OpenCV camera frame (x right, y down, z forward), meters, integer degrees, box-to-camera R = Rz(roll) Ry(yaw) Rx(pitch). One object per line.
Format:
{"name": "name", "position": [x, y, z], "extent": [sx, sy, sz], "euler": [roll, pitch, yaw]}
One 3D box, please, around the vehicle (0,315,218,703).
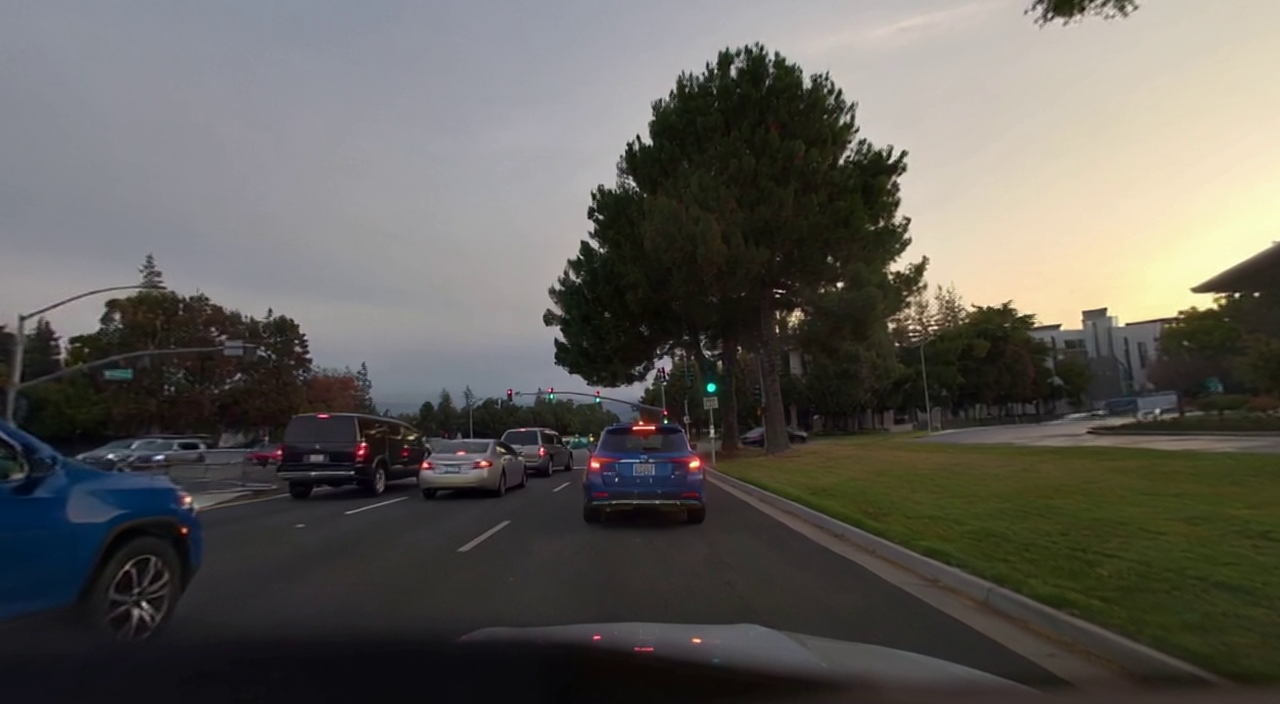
{"name": "vehicle", "position": [-4.067, 0.645, 1.917], "extent": [2.088, 1.947, 5.119], "euler": [0, -9, -1]}

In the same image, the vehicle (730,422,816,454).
{"name": "vehicle", "position": [8.536, 5.593, 40.846], "extent": [5.152, 2.001, 2.060], "euler": [-1, -9, 4]}

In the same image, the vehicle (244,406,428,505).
{"name": "vehicle", "position": [-7.400, 2.602, 16.187], "extent": [2.195, 2.093, 5.185], "euler": [0, -9, -1]}

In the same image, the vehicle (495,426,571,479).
{"name": "vehicle", "position": [-3.918, 3.784, 23.989], "extent": [2.043, 1.813, 4.549], "euler": [0, -9, 0]}

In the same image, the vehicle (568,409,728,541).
{"name": "vehicle", "position": [0.090, 1.913, 10.377], "extent": [2.055, 1.681, 4.270], "euler": [0, -9, 0]}

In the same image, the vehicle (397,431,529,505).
{"name": "vehicle", "position": [-4.052, 2.726, 15.244], "extent": [1.942, 1.523, 4.212], "euler": [0, -9, 0]}
